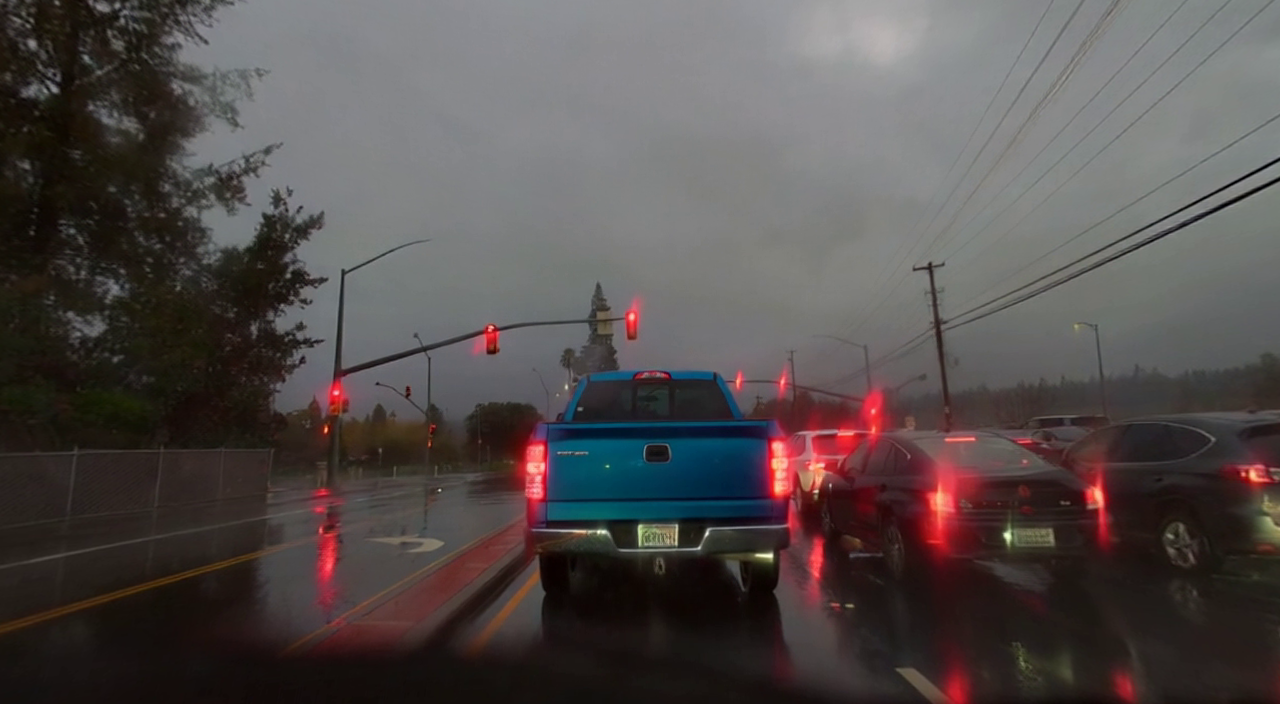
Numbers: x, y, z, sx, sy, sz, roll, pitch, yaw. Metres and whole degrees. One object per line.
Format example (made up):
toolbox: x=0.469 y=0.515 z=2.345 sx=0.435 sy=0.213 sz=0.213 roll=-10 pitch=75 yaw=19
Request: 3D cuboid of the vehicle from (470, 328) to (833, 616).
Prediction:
vehicle: x=0.116 y=1.383 z=8.132 sx=2.831 sy=2.284 sz=6.149 roll=0 pitch=-8 yaw=1

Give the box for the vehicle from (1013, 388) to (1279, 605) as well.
vehicle: x=6.156 y=1.369 z=6.461 sx=1.982 sy=1.727 sz=4.352 roll=0 pitch=-8 yaw=1

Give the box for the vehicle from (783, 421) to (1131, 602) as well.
vehicle: x=3.117 y=1.641 z=7.371 sx=1.993 sy=1.495 sz=4.060 roll=0 pitch=-8 yaw=1
